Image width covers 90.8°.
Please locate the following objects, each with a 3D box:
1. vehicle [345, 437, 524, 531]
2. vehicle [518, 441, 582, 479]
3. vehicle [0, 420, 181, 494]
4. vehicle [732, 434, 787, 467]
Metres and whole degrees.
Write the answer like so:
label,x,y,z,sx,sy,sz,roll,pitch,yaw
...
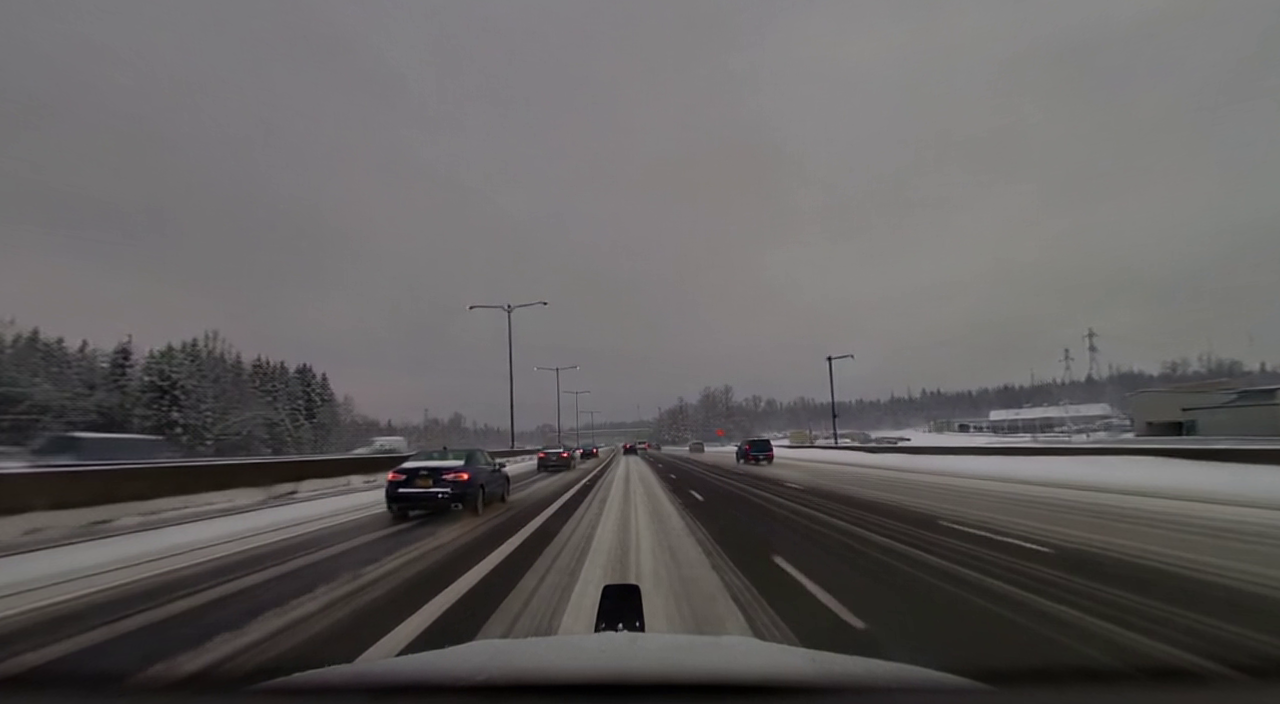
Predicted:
label,x,y,z,sx,sy,sz,roll,pitch,yaw
vehicle,-3.595,2.386,12.010,1.959,1.433,4.291,0,-9,0
vehicle,-3.792,4.662,27.553,2.047,1.469,4.614,-1,-9,1
vehicle,-35.683,6.728,41.119,3.017,4.115,11.213,0,-9,0
vehicle,6.863,5.741,36.737,2.147,1.769,4.666,0,-9,-2
